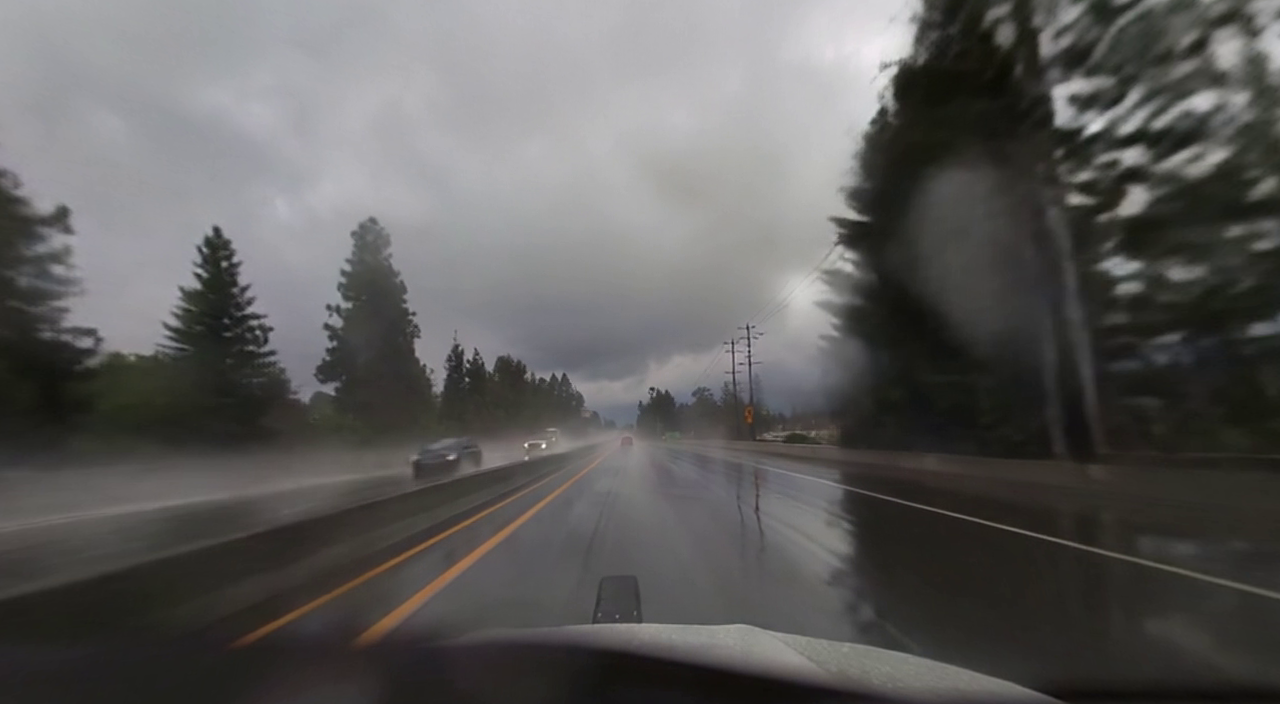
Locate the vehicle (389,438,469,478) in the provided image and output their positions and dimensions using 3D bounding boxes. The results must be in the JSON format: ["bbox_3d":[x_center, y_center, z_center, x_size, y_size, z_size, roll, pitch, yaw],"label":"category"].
[{"bbox_3d":[-8.372,4.208,25.399,1.791,1.446,4.298,0,-8,-1],"label":"vehicle"}]
